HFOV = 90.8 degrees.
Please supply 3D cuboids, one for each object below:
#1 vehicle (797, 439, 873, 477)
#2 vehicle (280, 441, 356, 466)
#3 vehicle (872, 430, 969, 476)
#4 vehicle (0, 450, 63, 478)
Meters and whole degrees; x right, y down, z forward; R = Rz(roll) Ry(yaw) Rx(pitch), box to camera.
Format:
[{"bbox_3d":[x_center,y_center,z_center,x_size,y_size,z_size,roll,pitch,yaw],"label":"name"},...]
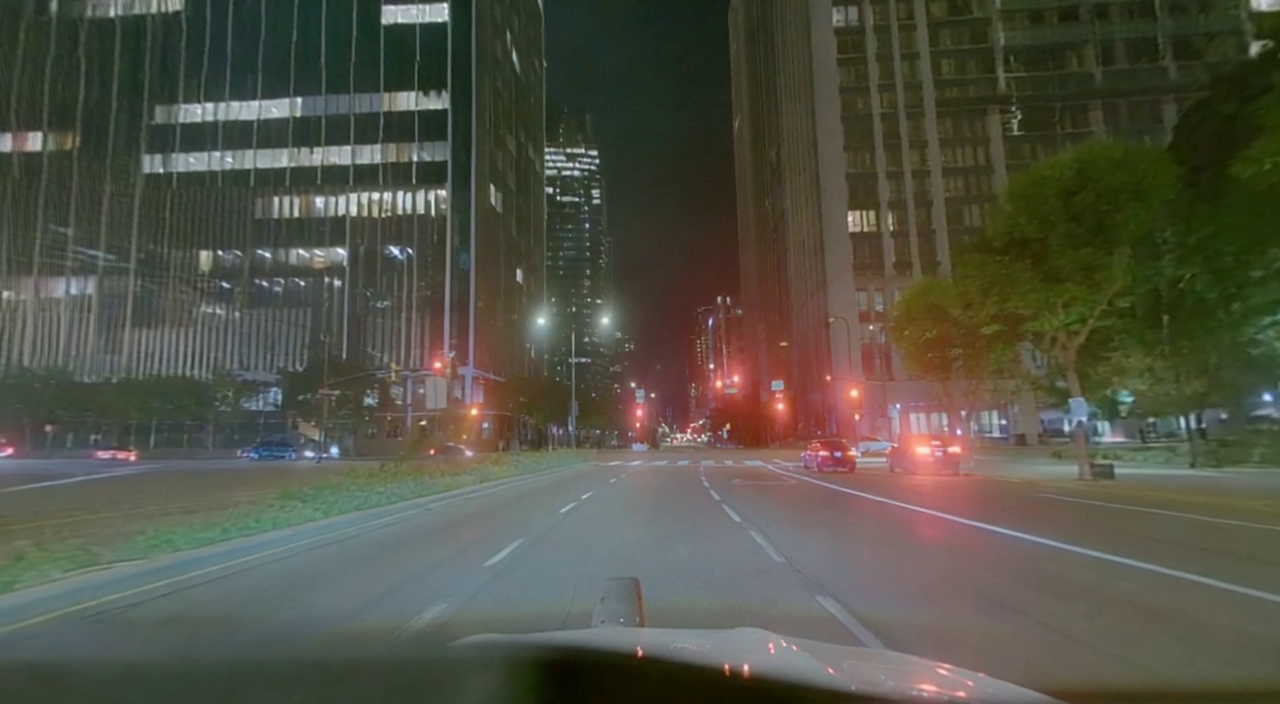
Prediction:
[{"bbox_3d":[8.361,4.570,27.615,1.936,1.489,4.885,-1,-9,2],"label":"vehicle"},{"bbox_3d":[-25.027,7.900,49.213,4.779,1.910,2.125,-1,-9,7],"label":"vehicle"},{"bbox_3d":[11.919,4.336,27.274,2.027,1.810,4.854,0,-9,1],"label":"vehicle"},{"bbox_3d":[-34.672,6.099,34.470,4.417,1.448,1.907,0,-9,0],"label":"vehicle"}]
